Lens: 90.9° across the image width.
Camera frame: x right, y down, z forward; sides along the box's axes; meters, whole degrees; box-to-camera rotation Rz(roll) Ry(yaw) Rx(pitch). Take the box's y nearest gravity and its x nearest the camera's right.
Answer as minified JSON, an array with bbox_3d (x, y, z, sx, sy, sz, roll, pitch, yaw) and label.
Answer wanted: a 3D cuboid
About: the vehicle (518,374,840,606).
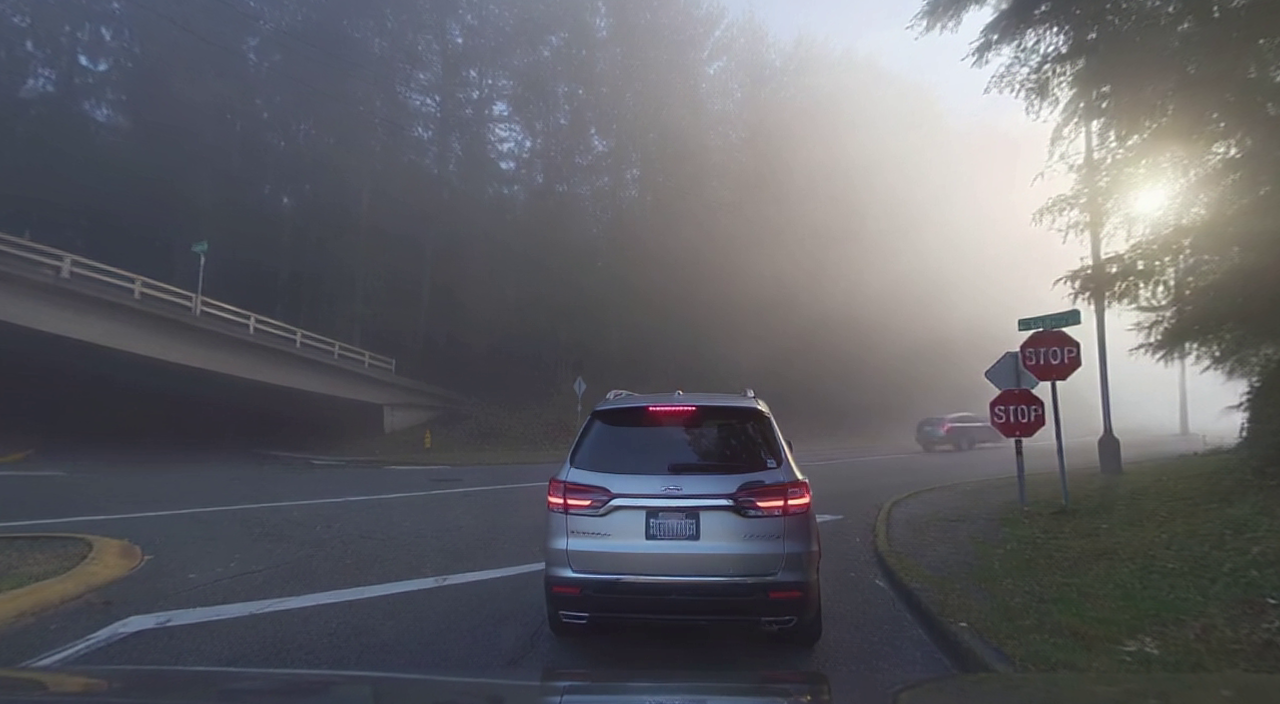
[{"bbox_3d":[0.312,1.400,7.162,2.494,1.804,4.336,0,-9,0],"label":"vehicle"}]

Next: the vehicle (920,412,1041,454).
[{"bbox_3d":[14.721,3.548,27.246,5.060,1.648,2.038,5,-10,-28],"label":"vehicle"}]
